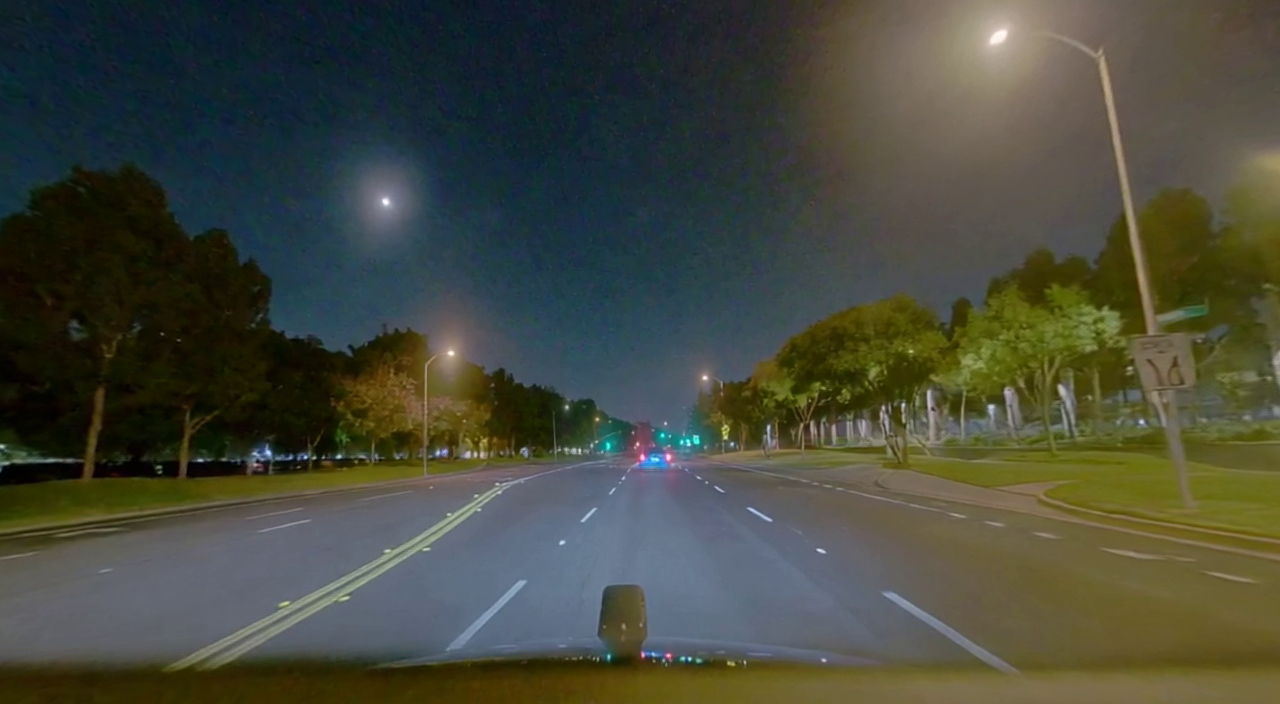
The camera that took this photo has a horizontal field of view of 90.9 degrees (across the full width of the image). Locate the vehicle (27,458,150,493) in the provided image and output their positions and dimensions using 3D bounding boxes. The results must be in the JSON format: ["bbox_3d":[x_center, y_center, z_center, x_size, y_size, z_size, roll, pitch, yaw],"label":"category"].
[{"bbox_3d":[-30.350,6.789,34.818,4.653,1.727,2.126,0,-8,-2],"label":"vehicle"}]

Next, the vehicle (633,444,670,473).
[{"bbox_3d":[0.603,6.012,35.743,1.978,1.499,3.915,0,-8,0],"label":"vehicle"}]

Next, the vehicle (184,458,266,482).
[{"bbox_3d":[-29.411,8.366,44.774,4.389,1.588,2.048,-1,-8,0],"label":"vehicle"}]

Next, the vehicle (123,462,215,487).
[{"bbox_3d":[-29.749,7.730,39.921,4.316,1.438,1.843,-1,-8,1],"label":"vehicle"}]
